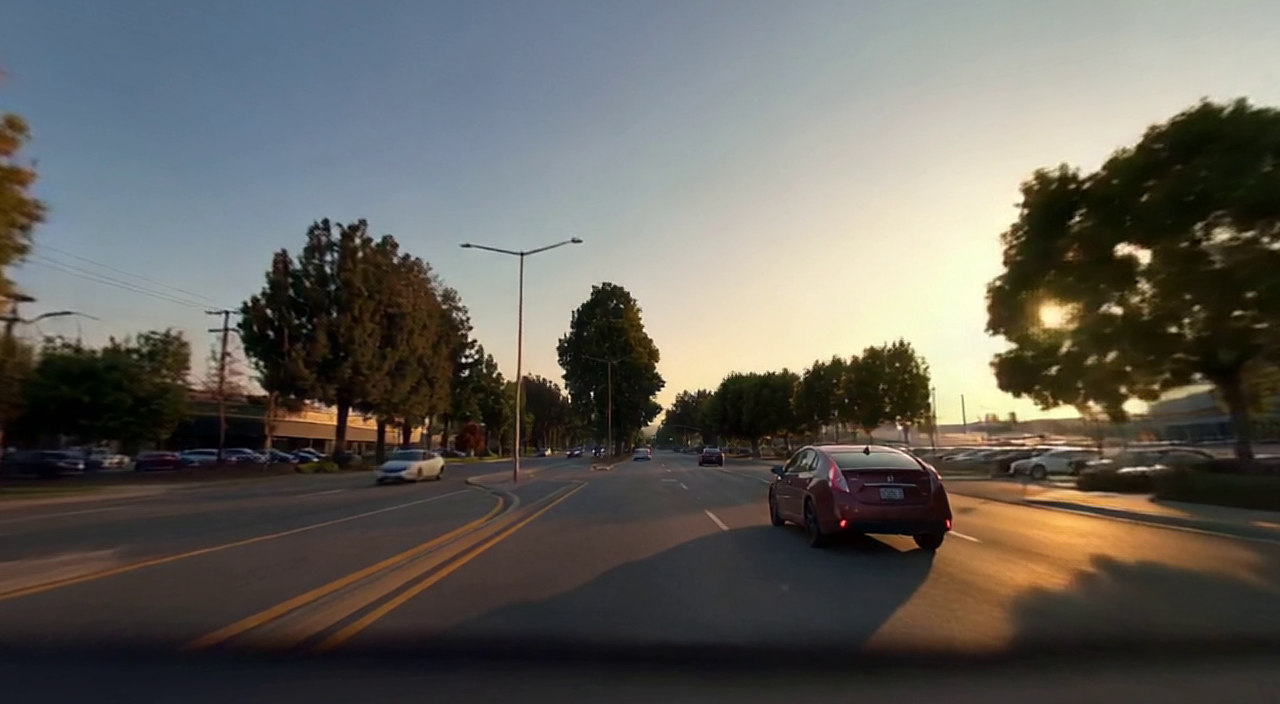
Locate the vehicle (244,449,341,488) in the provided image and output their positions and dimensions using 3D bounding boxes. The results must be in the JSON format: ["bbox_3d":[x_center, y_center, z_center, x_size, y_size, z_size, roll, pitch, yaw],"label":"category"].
[{"bbox_3d":[-15.874,5.327,28.975,1.951,1.628,4.325,0,-9,1],"label":"vehicle"}]

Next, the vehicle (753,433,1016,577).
[{"bbox_3d":[2.984,1.954,8.882,1.935,1.501,4.384,0,-9,0],"label":"vehicle"}]

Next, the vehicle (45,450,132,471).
[{"bbox_3d":[-41.488,8.166,47.304,4.576,1.486,1.909,0,-9,-2],"label":"vehicle"}]

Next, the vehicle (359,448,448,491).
[{"bbox_3d":[-9.006,4.462,24.272,1.853,1.504,3.791,0,-9,1],"label":"vehicle"}]
